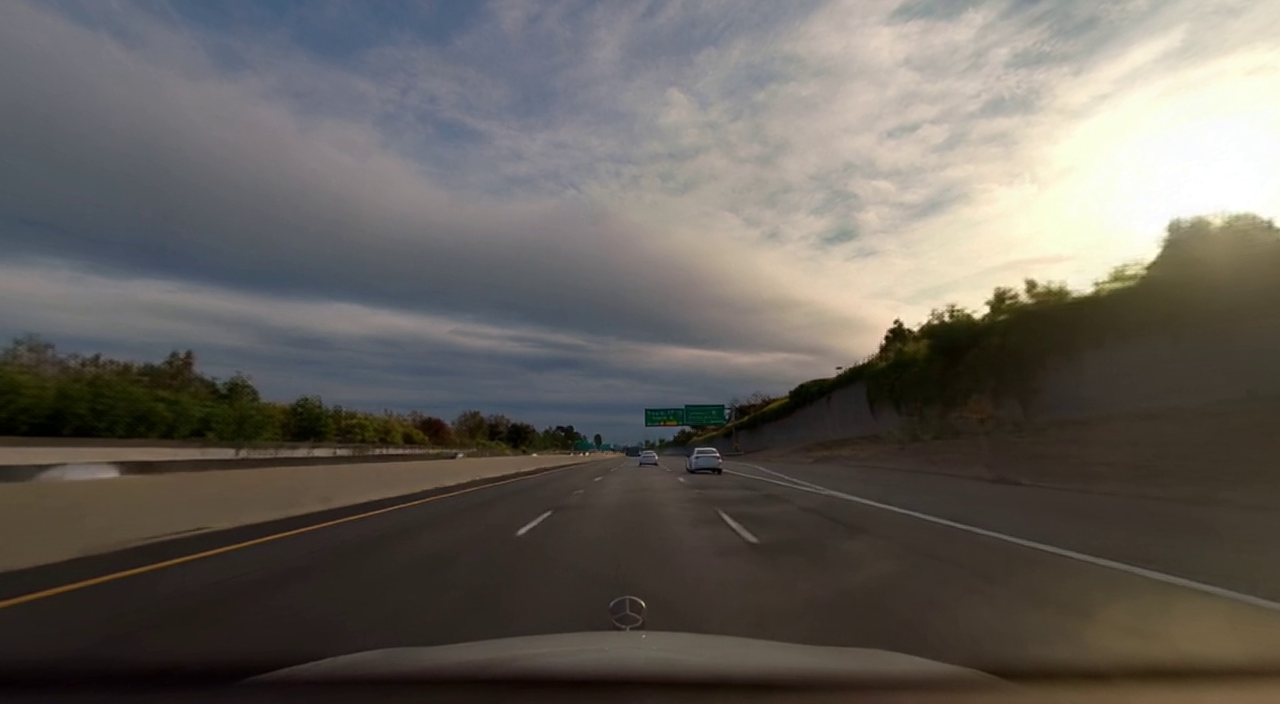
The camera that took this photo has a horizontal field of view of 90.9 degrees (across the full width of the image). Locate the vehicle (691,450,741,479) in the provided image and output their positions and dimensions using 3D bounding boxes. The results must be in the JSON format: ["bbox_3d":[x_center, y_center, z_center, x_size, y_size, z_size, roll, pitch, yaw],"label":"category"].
[{"bbox_3d":[3.632,5.434,30.672,1.883,1.320,3.386,0,-9,-2],"label":"vehicle"}]

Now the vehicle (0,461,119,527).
[{"bbox_3d":[-16.109,3.563,15.932,1.919,1.473,4.498,-1,-9,1],"label":"vehicle"}]

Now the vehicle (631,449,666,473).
[{"bbox_3d":[0.490,6.803,39.377,2.065,1.400,4.028,0,-9,0],"label":"vehicle"}]
